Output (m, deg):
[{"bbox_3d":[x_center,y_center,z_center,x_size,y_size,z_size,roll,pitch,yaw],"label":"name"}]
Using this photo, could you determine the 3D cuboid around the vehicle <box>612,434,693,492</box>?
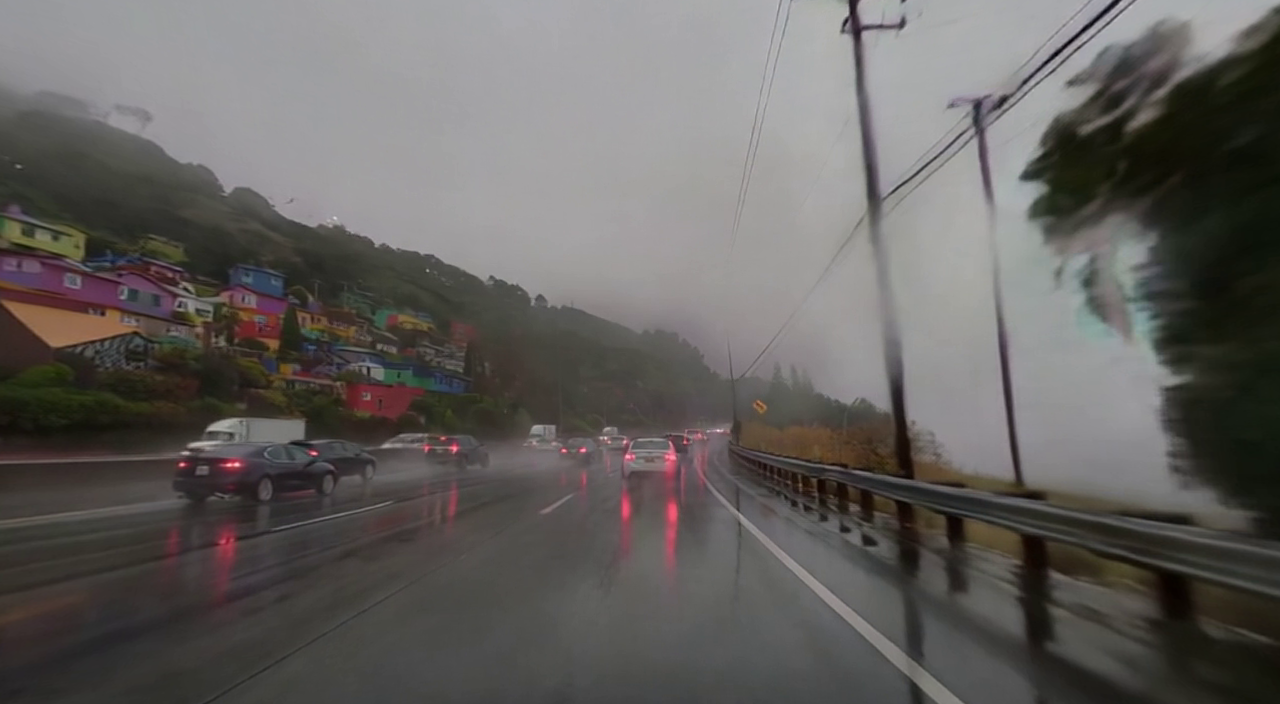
[{"bbox_3d":[0.455,3.159,18.318,2.109,1.495,3.935,-1,-8,4],"label":"vehicle"}]

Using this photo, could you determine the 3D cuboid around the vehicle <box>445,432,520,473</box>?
[{"bbox_3d":[-7.636,4.939,31.165,2.080,1.833,4.461,-1,-8,7],"label":"vehicle"}]

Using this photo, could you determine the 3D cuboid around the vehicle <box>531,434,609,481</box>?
[{"bbox_3d":[-2.604,4.054,24.538,2.121,1.639,4.383,-1,-8,6],"label":"vehicle"}]

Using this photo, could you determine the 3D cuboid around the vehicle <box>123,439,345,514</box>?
[{"bbox_3d":[-9.177,2.812,14.850,1.959,1.469,4.450,-1,-8,5],"label":"vehicle"}]
